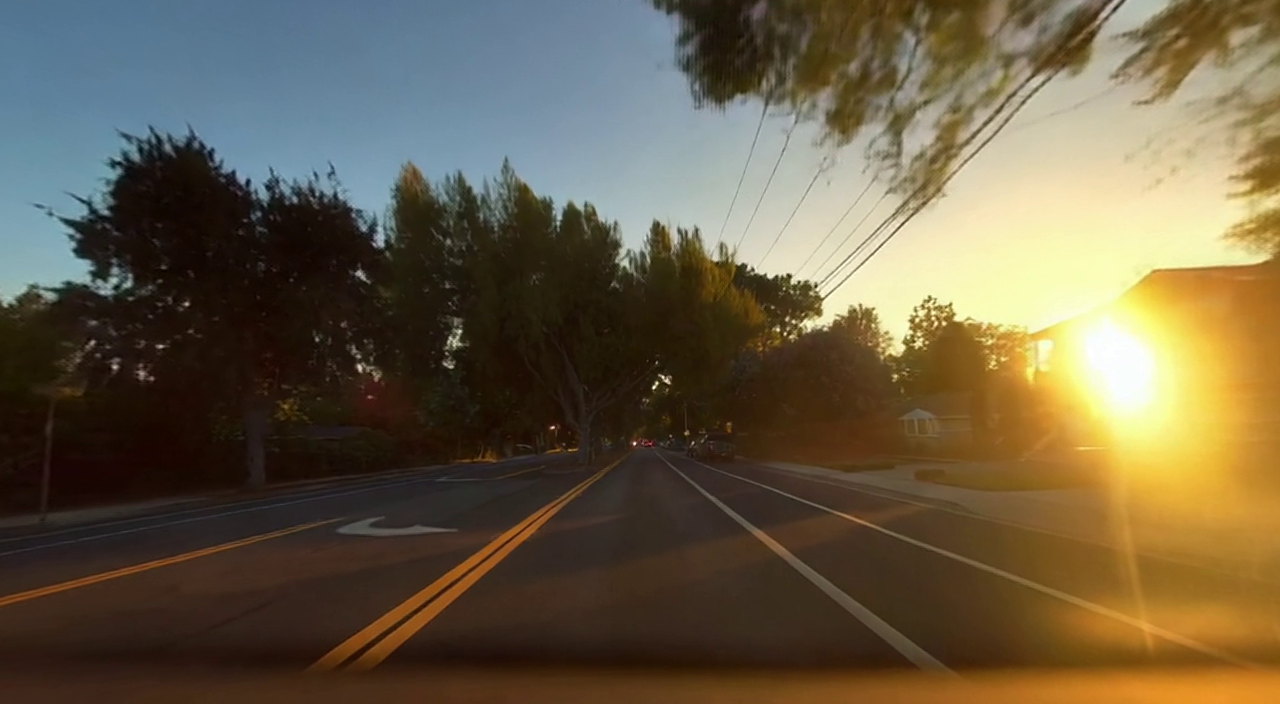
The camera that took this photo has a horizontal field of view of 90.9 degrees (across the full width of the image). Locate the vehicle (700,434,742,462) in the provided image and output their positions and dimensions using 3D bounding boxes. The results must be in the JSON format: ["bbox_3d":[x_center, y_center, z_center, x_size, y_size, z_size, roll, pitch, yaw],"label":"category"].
[{"bbox_3d":[5.474,6.584,43.205,2.160,1.800,4.646,0,-8,-1],"label":"vehicle"}]
